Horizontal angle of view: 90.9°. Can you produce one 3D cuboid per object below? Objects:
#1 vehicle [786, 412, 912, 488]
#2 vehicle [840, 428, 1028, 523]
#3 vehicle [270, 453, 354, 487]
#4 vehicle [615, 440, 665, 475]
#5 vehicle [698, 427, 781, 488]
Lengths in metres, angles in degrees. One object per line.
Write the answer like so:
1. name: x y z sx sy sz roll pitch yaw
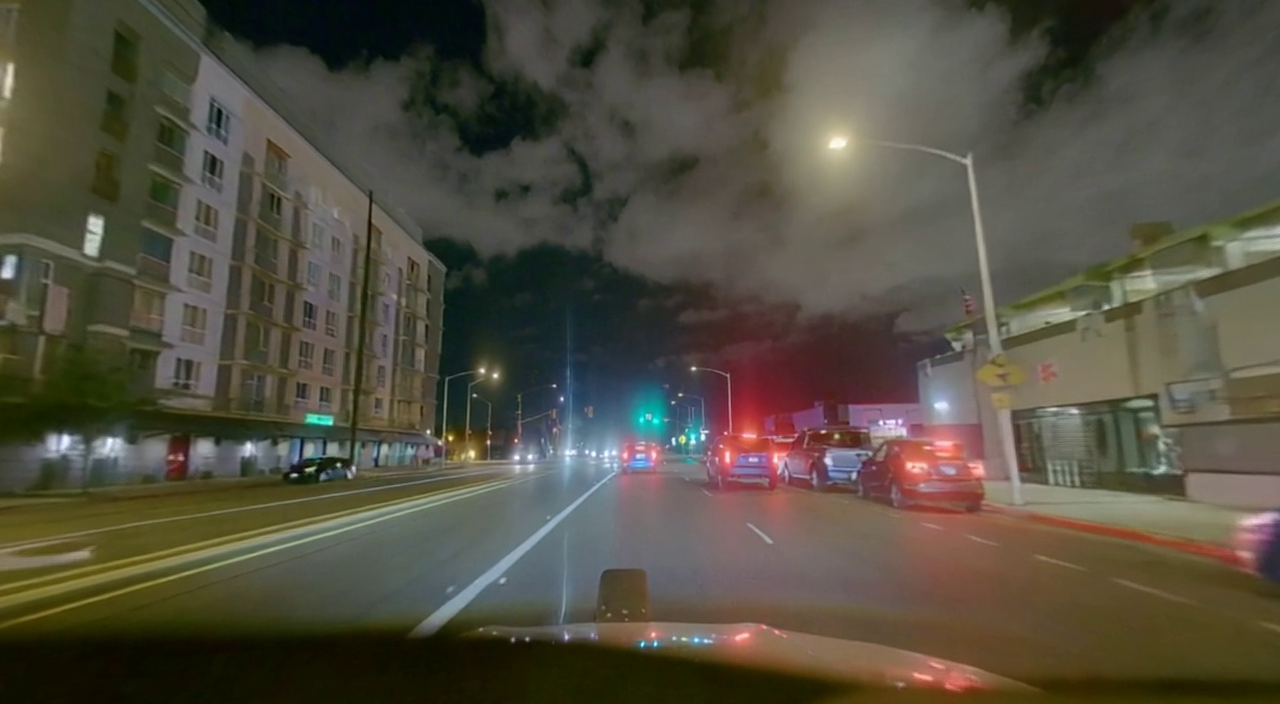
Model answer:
1. vehicle: 6.797 3.286 21.333 2.396 2.218 5.242 0 -9 0
2. vehicle: 6.781 2.889 15.338 2.176 1.901 4.887 0 -9 0
3. vehicle: -17.389 6.260 33.710 1.924 1.558 4.620 -1 -8 1
4. vehicle: 0.023 5.064 30.487 2.245 1.587 4.094 0 -9 0
5. vehicle: 3.407 3.738 22.636 2.159 1.938 4.836 0 -9 -1
